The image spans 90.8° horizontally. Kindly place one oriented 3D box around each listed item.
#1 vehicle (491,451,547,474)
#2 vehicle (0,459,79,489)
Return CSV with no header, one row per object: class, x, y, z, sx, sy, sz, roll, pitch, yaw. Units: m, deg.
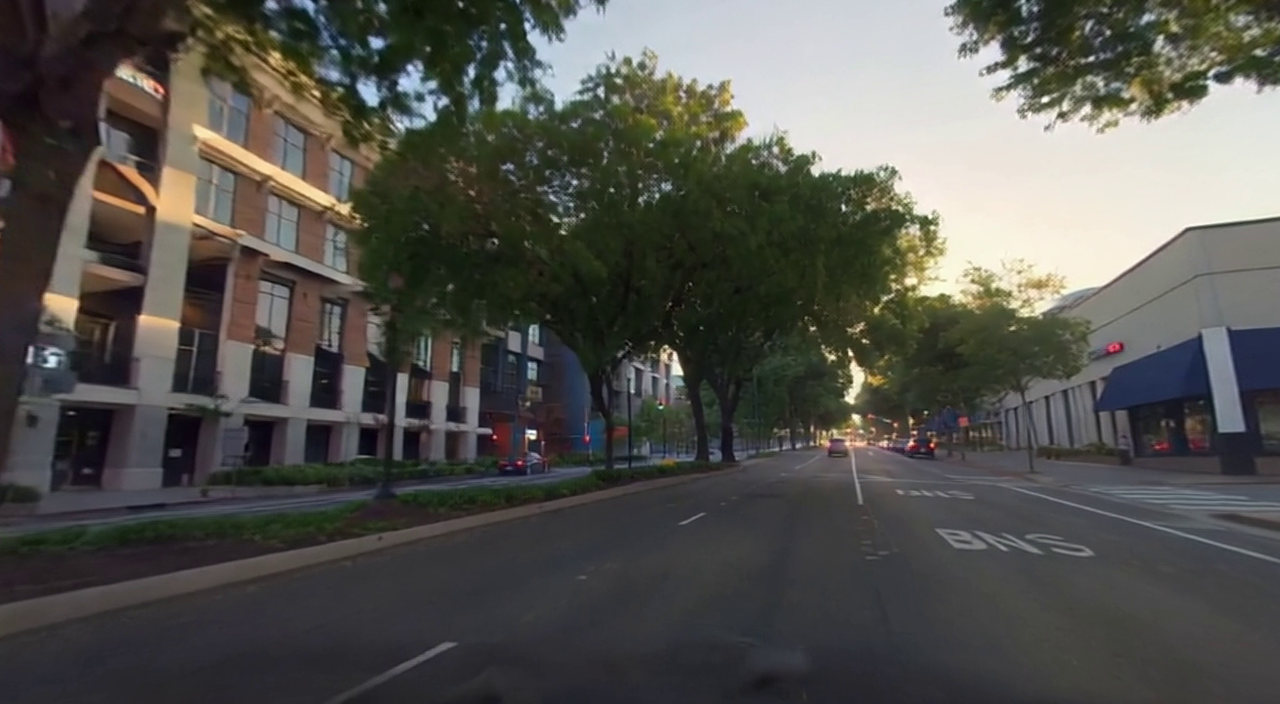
vehicle,-8.289,7.599,43.595,1.840,1.440,4.442,-5,-10,19
vehicle,-34.510,6.858,35.441,1.689,1.534,4.158,-7,-12,19
